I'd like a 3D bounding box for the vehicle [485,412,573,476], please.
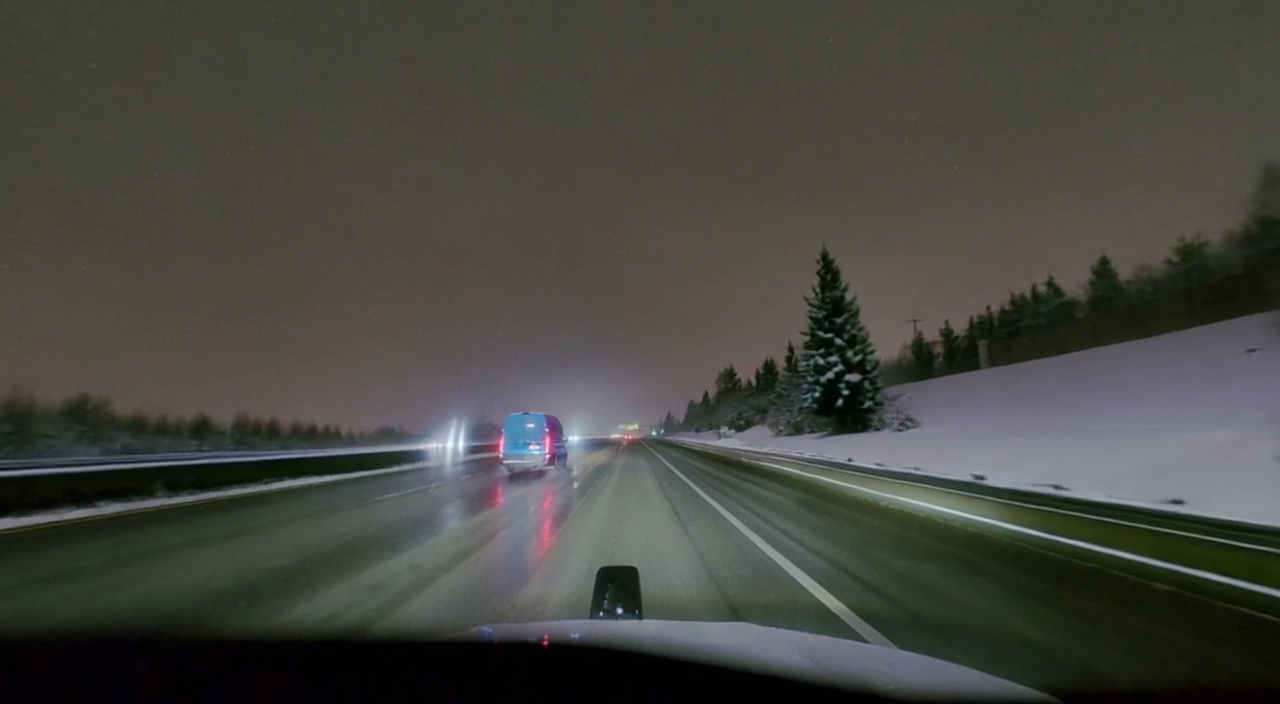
[{"bbox_3d":[-3.838,3.282,22.727,2.309,2.053,4.884,0,-8,0],"label":"vehicle"}]
